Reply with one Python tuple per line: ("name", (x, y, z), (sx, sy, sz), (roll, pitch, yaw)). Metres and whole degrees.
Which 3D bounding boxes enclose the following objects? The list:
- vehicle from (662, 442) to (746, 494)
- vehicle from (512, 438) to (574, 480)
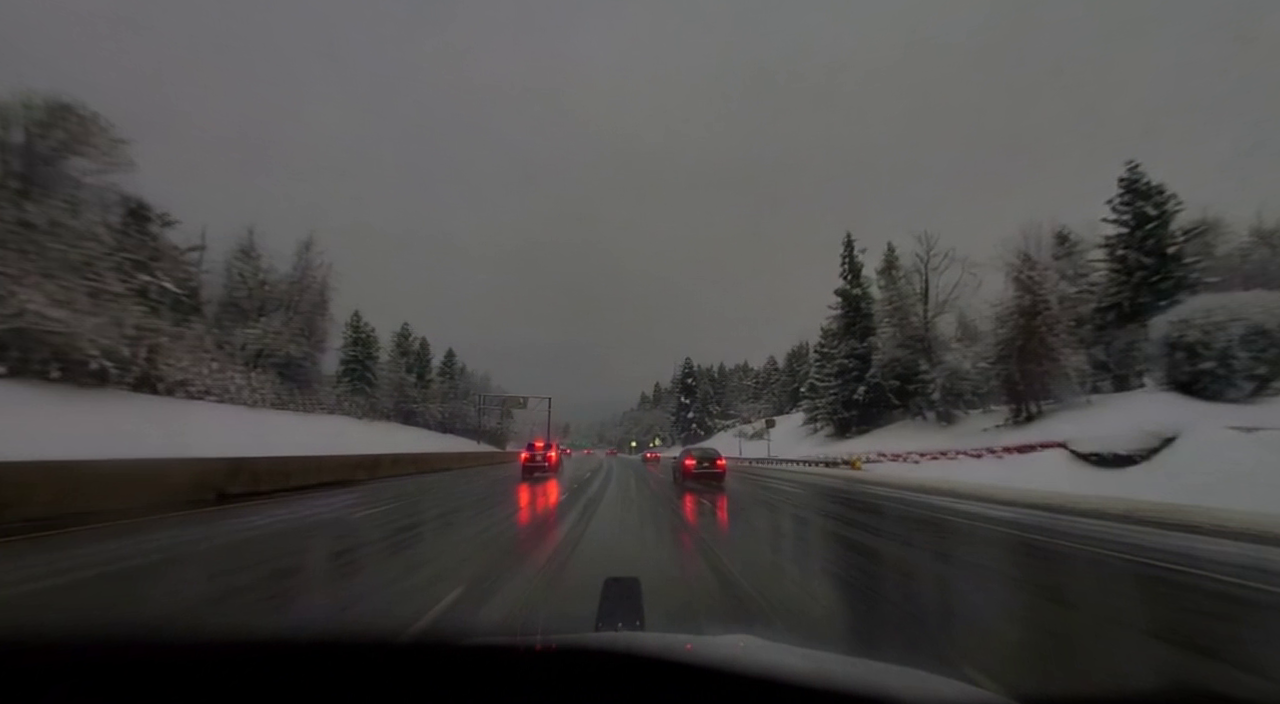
("vehicle", (1.897, 3.638, 20.163), (1.947, 1.437, 4.345), (0, -9, -4))
("vehicle", (-4.315, 4.854, 28.958), (2.244, 1.755, 4.417), (0, -9, -1))
